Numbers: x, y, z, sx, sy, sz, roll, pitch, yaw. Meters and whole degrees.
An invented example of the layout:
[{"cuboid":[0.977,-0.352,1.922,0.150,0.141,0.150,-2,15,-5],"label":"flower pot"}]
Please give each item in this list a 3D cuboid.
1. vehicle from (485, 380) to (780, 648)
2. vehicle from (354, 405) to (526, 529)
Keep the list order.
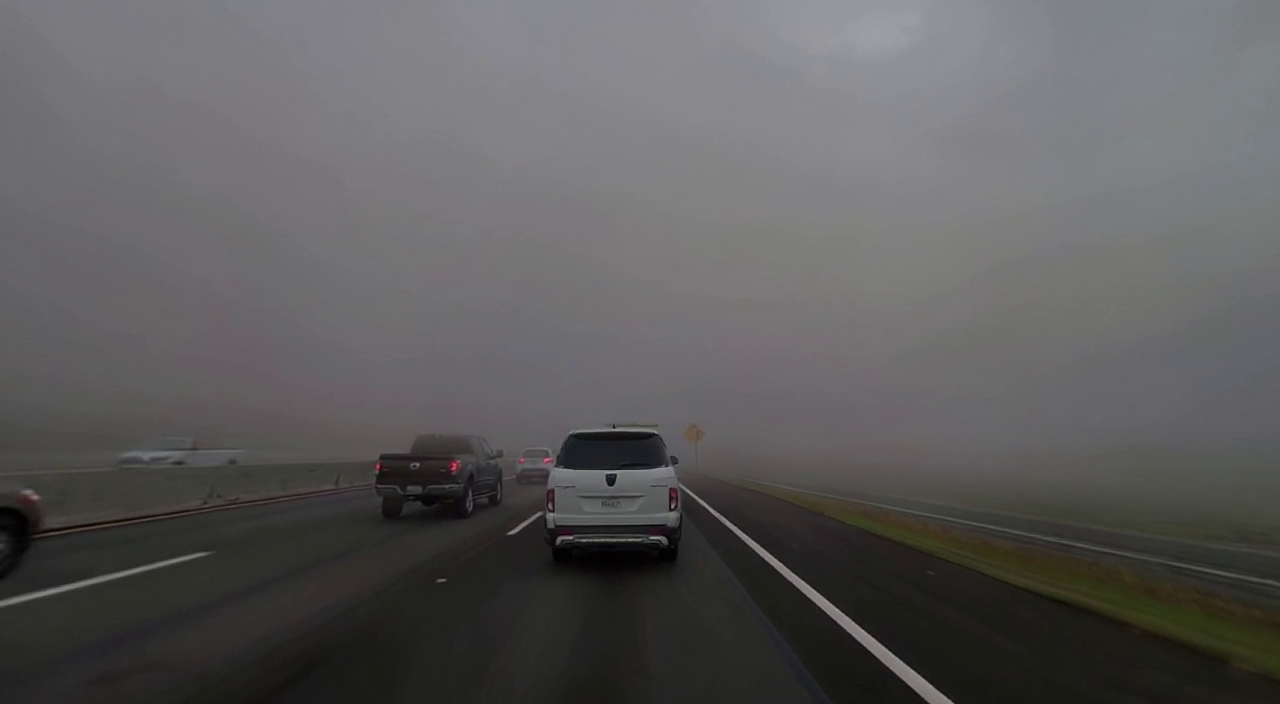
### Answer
[{"cuboid":[-0.090,1.358,6.070,1.995,1.798,3.380,0,-9,-1],"label":"vehicle"},{"cuboid":[-3.945,2.378,13.507,2.055,2.144,4.782,-1,-9,1],"label":"vehicle"}]
